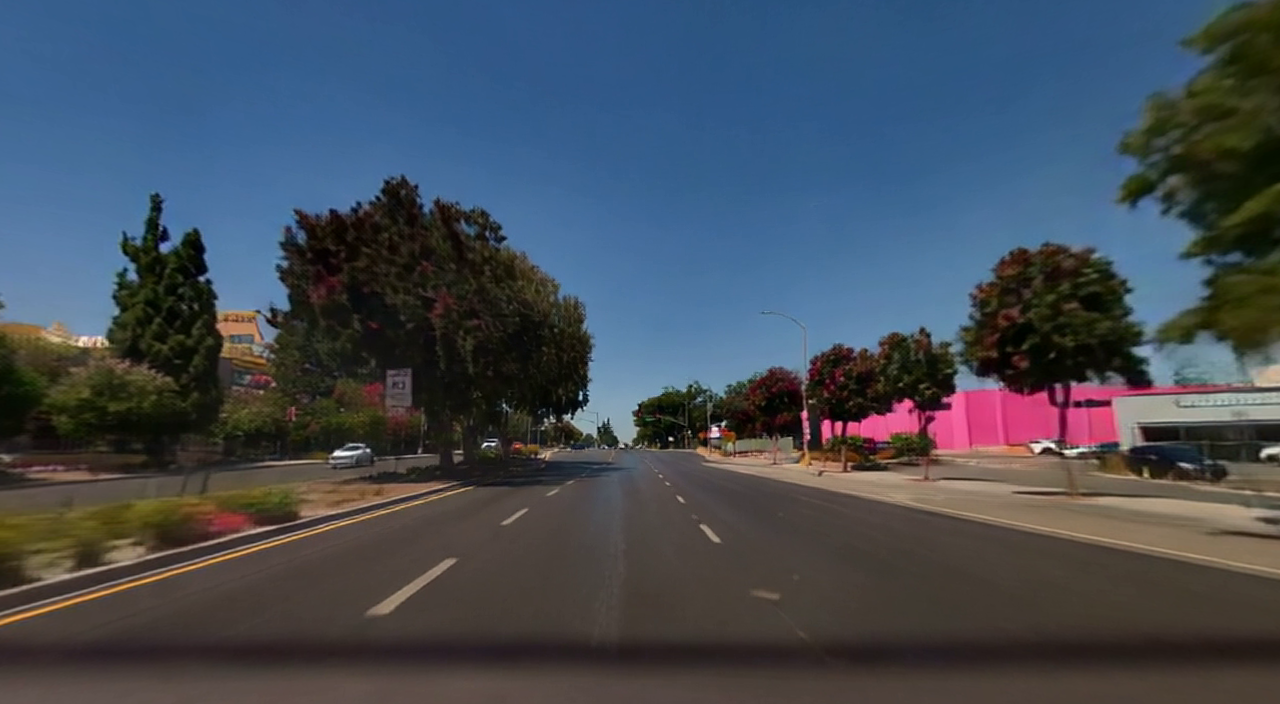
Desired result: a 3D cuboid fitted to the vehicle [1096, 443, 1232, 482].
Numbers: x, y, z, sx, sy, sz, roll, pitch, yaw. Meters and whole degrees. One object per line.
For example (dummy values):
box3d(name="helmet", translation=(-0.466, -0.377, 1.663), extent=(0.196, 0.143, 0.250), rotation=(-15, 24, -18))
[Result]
box3d(name="vehicle", translation=(19.494, 4.113, 23.556), extent=(3.492, 1.379, 1.734), rotation=(0, -9, -2))

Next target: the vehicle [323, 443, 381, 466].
box3d(name="vehicle", translation=(-19.224, 6.850, 42.339), extent=(1.859, 1.443, 4.466), rotation=(0, -8, -1))
